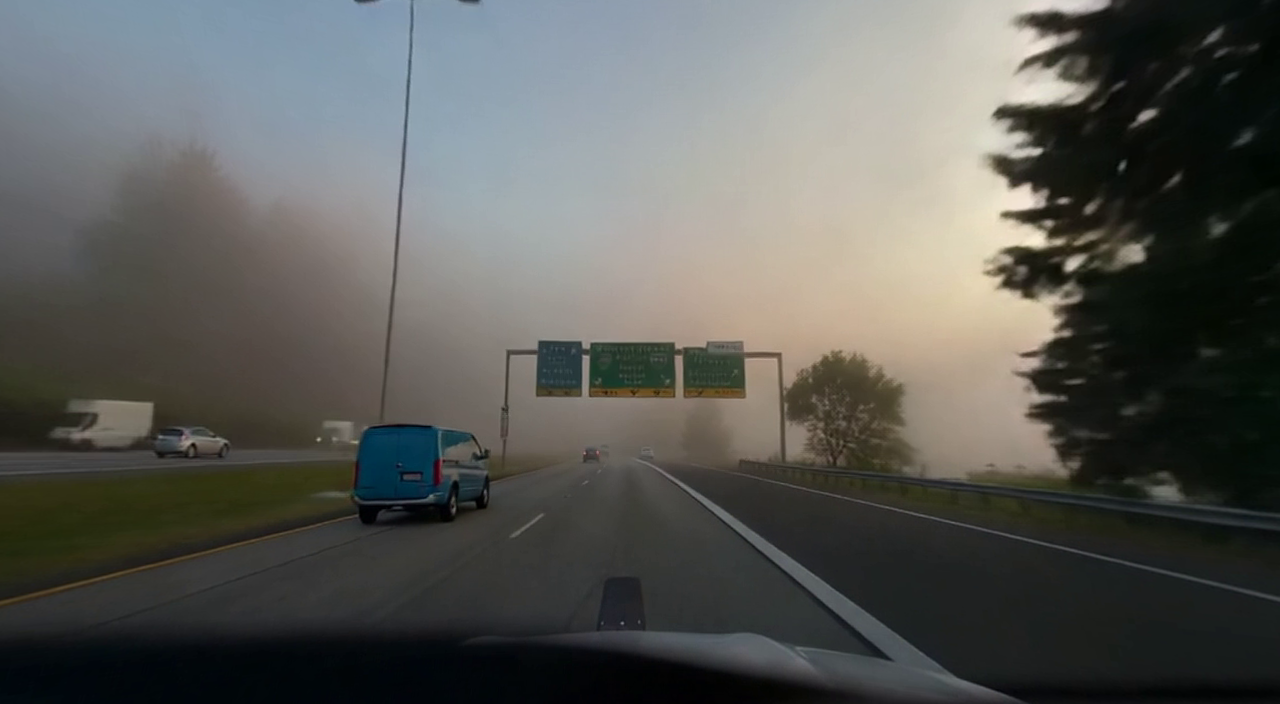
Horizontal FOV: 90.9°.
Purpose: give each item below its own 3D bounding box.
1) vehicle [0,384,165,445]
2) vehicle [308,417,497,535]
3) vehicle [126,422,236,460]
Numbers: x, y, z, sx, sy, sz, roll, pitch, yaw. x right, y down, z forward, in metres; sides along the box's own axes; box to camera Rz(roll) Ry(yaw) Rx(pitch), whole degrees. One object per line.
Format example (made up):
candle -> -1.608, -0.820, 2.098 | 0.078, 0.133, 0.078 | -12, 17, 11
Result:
vehicle -> -37.562, 4.439, 42.109 | 2.733, 3.471, 11.809 | 0, -9, -2
vehicle -> -4.168, 2.249, 11.980 | 1.971, 1.795, 4.389 | 0, -9, -2
vehicle -> -19.152, 3.771, 26.496 | 1.879, 1.492, 3.607 | 0, -9, 0
